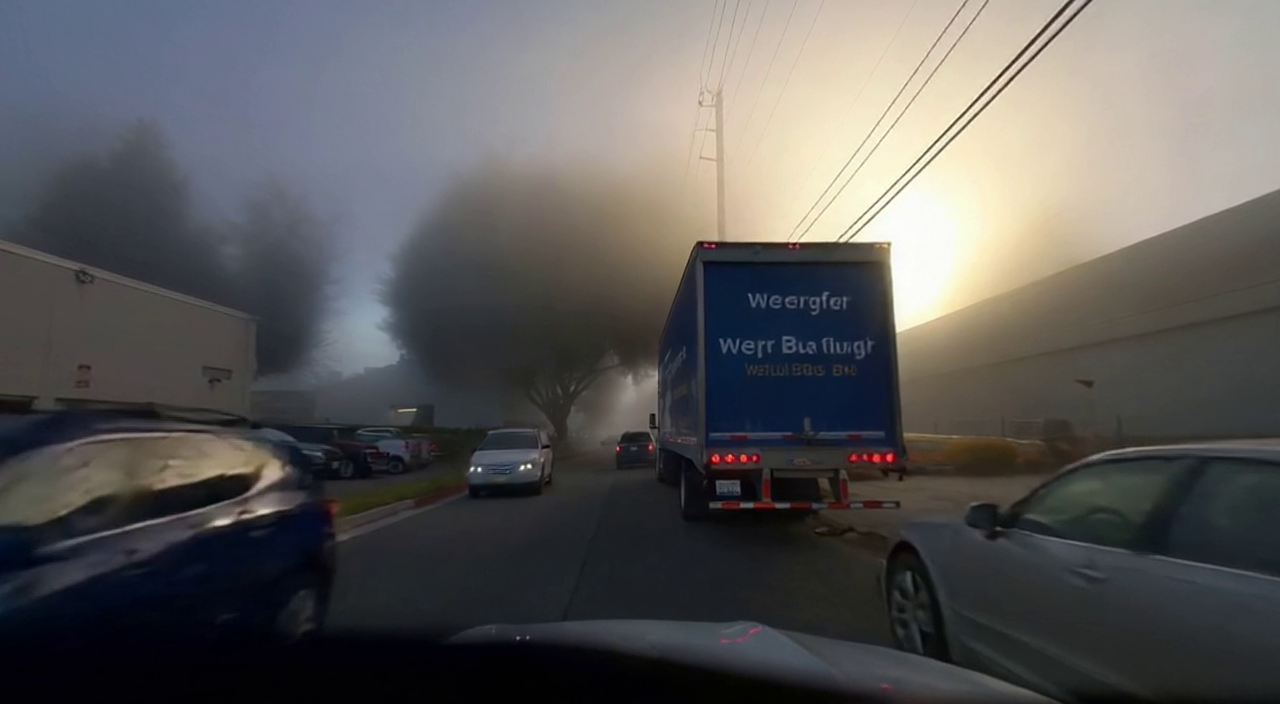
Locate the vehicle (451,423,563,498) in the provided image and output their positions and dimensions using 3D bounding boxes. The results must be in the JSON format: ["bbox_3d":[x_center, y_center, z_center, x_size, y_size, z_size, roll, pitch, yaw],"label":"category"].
[{"bbox_3d":[-2.924,2.452,14.710,1.780,1.488,4.043,0,-8,-1],"label":"vehicle"}]

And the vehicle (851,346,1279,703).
[{"bbox_3d":[2.423,0.880,2.394,1.866,1.531,3.579,0,-8,-2],"label":"vehicle"}]

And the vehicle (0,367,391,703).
[{"bbox_3d":[-2.738,0.882,2.238,2.033,1.508,4.298,0,-8,-1],"label":"vehicle"}]

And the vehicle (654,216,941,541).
[{"bbox_3d":[2.097,1.254,15.150,2.865,4.113,14.471,0,-8,-1],"label":"vehicle"}]

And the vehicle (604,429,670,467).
[{"bbox_3d":[-0.051,4.096,27.123,2.160,1.498,3.909,-1,-8,10],"label":"vehicle"}]
